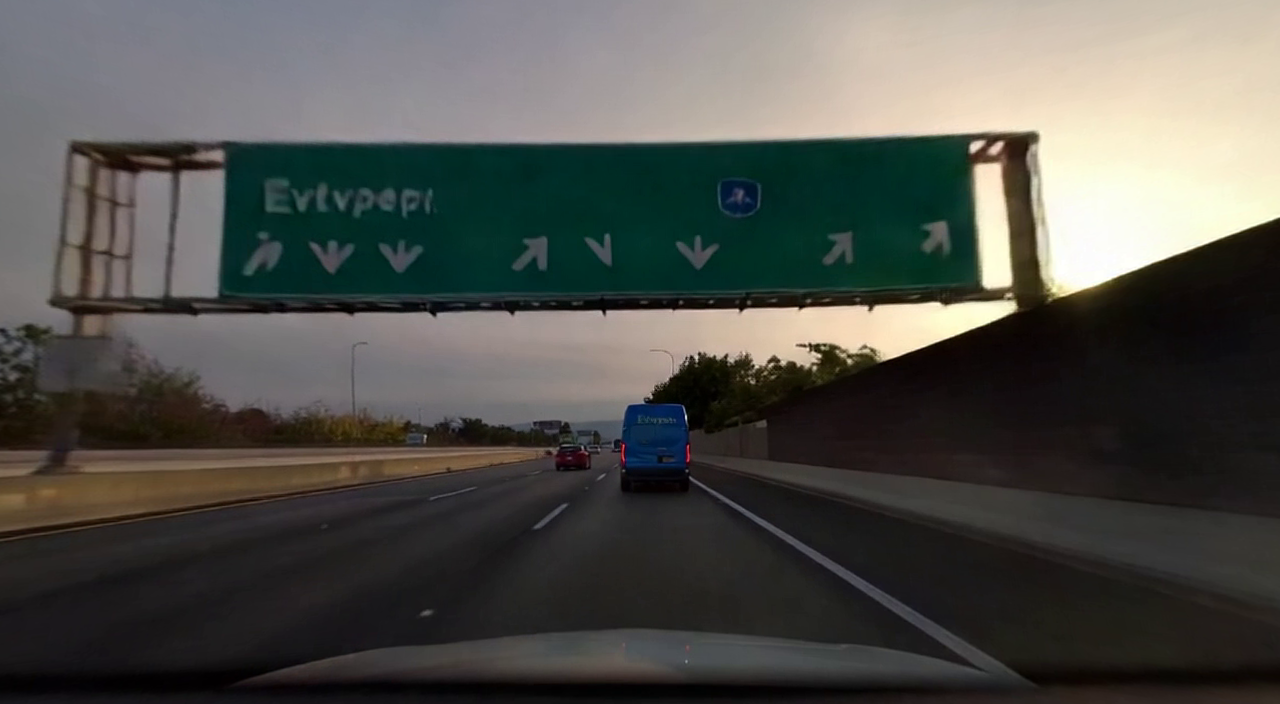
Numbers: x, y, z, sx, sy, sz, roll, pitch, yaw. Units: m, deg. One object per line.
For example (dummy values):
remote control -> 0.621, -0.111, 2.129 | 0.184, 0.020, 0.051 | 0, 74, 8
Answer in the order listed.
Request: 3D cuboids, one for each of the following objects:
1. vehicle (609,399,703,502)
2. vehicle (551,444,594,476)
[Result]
vehicle -> 0.321, 2.861, 18.508 | 2.332, 2.558, 5.314 | 0, -9, -2
vehicle -> -3.330, 5.406, 31.766 | 1.788, 1.500, 3.475 | 0, -9, 0
